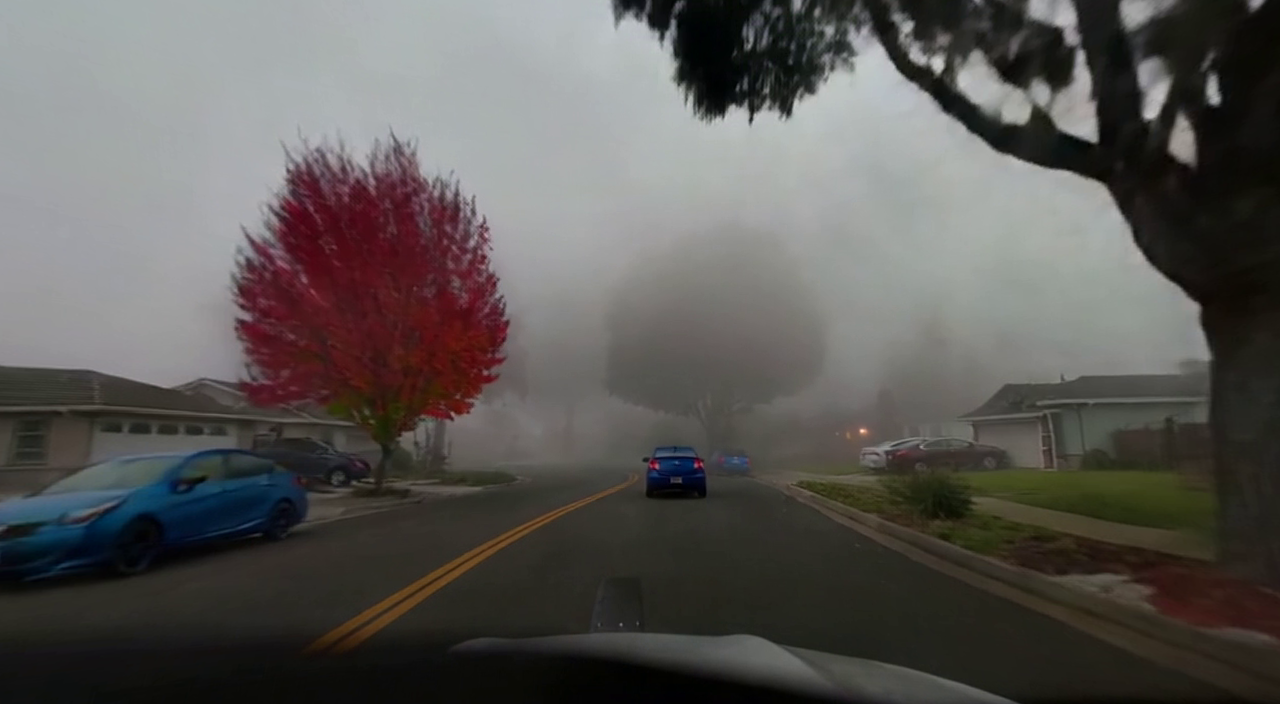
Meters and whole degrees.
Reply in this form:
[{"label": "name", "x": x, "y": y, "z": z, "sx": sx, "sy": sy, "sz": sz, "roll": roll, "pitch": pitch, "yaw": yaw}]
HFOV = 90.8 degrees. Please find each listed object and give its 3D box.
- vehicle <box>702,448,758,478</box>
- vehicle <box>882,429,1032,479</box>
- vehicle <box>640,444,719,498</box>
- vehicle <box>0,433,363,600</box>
[{"label": "vehicle", "x": 4.671, "y": 5.825, "z": 33.514, "sx": 2.089, "sy": 1.462, "sz": 4.529, "roll": 0, "pitch": -8, "yaw": -3}, {"label": "vehicle", "x": 11.921, "y": 3.837, "z": 23.966, "sx": 4.524, "sy": 1.587, "sz": 2.064, "roll": -2, "pitch": -8, "yaw": -4}, {"label": "vehicle", "x": 1.119, "y": 3.586, "z": 19.533, "sx": 2.192, "sy": 1.474, "sz": 4.192, "roll": 0, "pitch": -8, "yaw": 1}, {"label": "vehicle", "x": -6.565, "y": 2.146, "z": 9.409, "sx": 2.641, "sy": 1.747, "sz": 4.738, "roll": -3, "pitch": -7, "yaw": 2}]
